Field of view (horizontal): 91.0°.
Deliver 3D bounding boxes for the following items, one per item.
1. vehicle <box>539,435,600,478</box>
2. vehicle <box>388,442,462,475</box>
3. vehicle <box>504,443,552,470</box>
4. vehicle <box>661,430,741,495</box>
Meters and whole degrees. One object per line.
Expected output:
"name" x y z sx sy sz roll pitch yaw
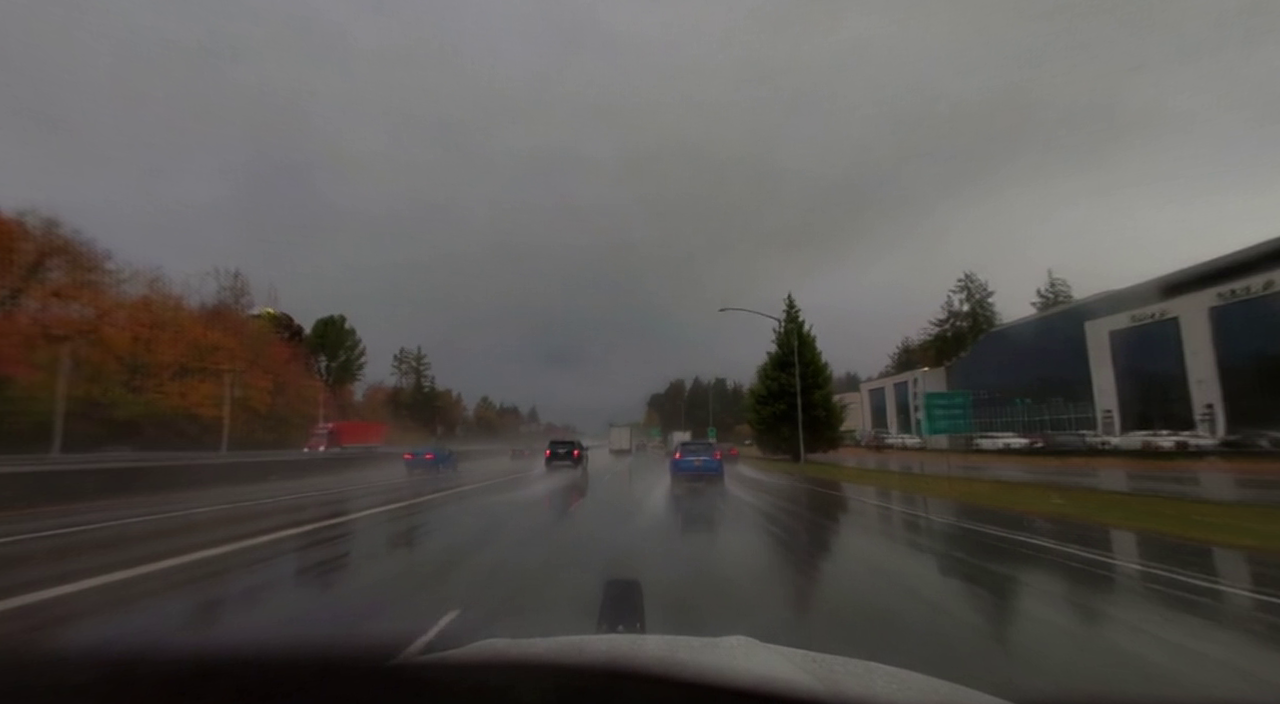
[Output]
"vehicle" -3.040 4.652 28.137 2.111 1.742 4.315 0 -9 1
"vehicle" -10.708 5.333 31.730 2.006 1.509 4.634 0 -9 1
"vehicle" -6.925 6.502 39.371 2.057 1.496 4.661 0 -9 1
"vehicle" 1.739 3.347 19.400 2.101 1.742 4.495 0 -9 1
